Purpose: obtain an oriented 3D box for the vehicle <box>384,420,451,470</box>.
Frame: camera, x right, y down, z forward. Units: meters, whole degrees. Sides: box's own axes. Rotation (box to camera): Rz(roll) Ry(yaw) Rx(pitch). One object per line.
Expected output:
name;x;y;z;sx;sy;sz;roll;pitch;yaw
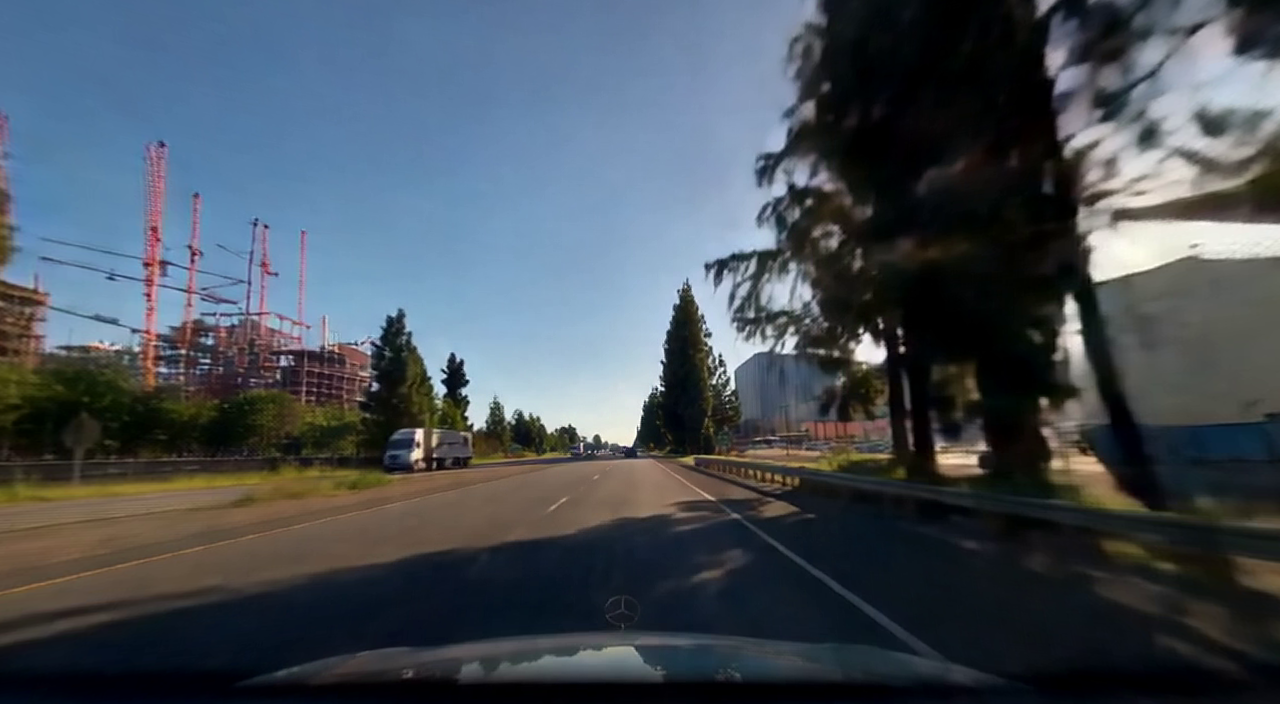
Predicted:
vehicle;-17.173;7.249;49.168;3.004;3.663;5.895;0;-9;0
